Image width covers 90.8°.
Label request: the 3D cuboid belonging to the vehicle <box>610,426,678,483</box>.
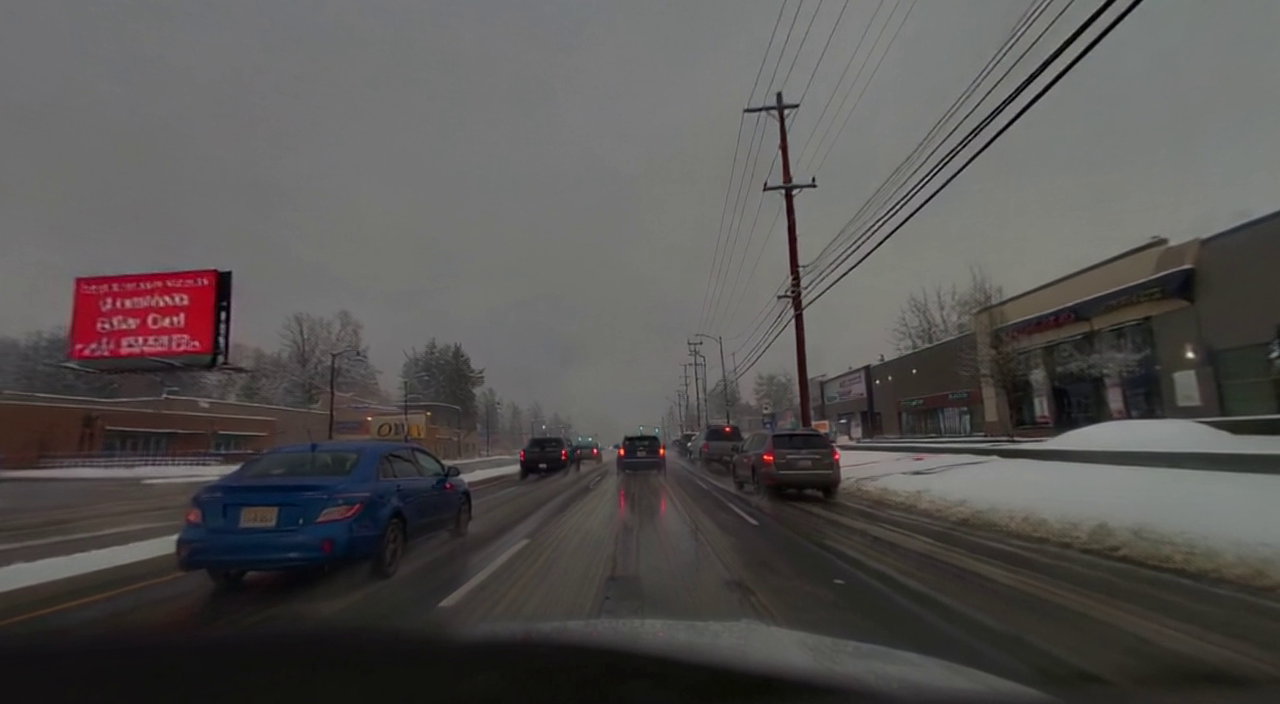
[{"bbox_3d":[0.109,3.815,23.700,2.326,1.925,4.253,0,-8,-1],"label":"vehicle"}]

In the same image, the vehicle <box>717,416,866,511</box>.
[{"bbox_3d":[3.361,2.612,15.265,2.282,1.897,4.915,0,-8,-1],"label":"vehicle"}]

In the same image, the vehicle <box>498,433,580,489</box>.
[{"bbox_3d":[-3.233,3.573,21.017,2.051,1.671,3.861,0,-8,0],"label":"vehicle"}]

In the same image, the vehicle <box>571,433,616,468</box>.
[{"bbox_3d":[-2.827,6.195,39.947,2.405,2.009,5.909,0,-8,0],"label":"vehicle"}]

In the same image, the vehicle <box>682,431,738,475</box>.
[{"bbox_3d":[3.208,4.724,29.809,2.026,1.904,4.102,0,-8,-2],"label":"vehicle"}]

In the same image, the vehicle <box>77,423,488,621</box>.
[{"bbox_3d":[-3.299,1.641,7.161,2.022,1.498,4.471,0,-8,0],"label":"vehicle"}]
